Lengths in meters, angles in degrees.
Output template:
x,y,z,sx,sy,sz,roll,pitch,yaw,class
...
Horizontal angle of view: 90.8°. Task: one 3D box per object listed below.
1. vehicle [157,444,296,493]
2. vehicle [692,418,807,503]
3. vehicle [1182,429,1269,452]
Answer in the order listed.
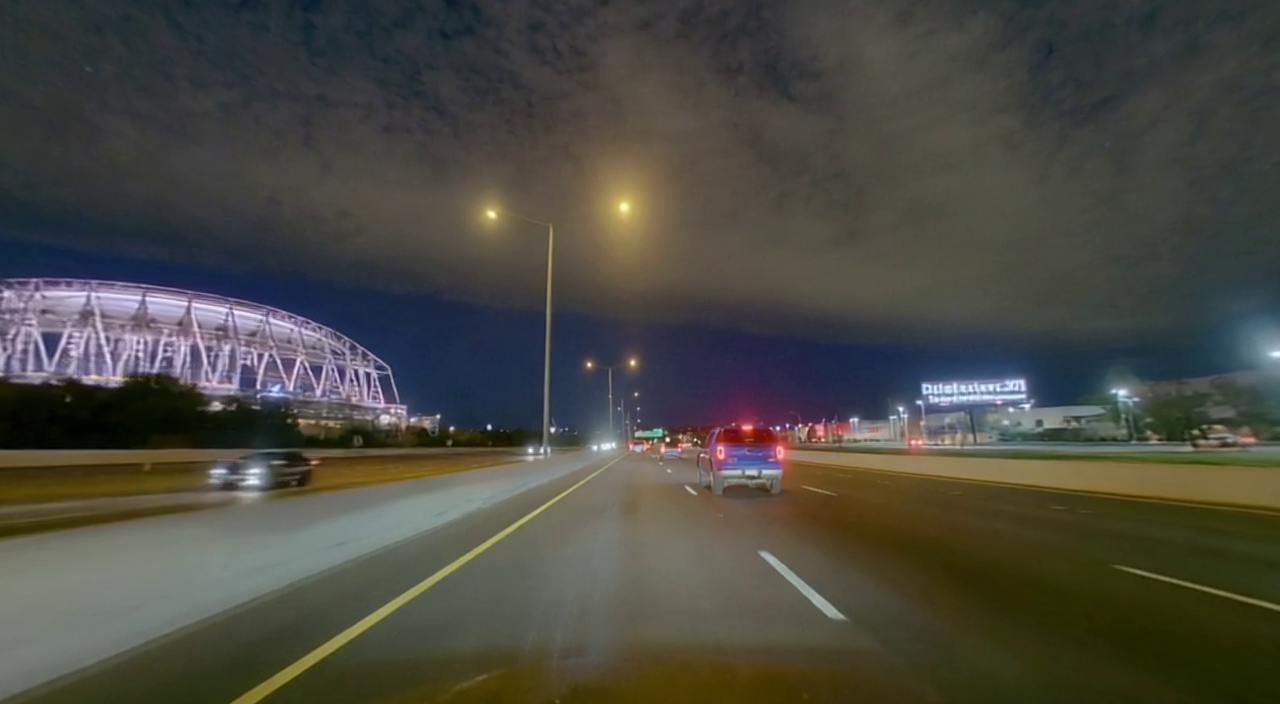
x,y,z,sx,sy,sz,roll,pitch,yaw,class
-14.473,4.077,22.474,1.875,1.527,4.456,0,-9,1,vehicle
2.821,2.970,17.565,2.199,2.002,4.970,0,-9,-1,vehicle
41.051,6.259,44.452,1.792,1.508,4.486,0,-9,-1,vehicle
